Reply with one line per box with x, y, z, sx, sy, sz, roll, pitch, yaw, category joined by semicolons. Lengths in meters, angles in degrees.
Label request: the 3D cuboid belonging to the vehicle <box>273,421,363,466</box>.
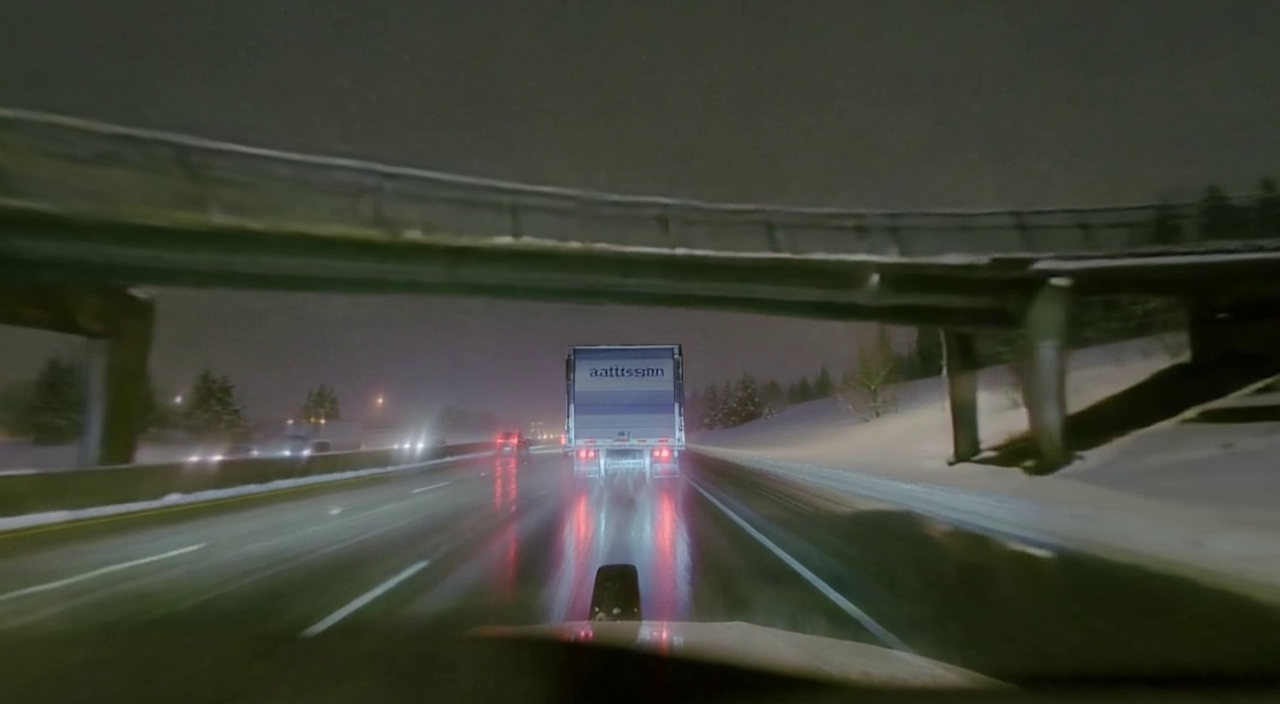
-20.016;5.713;39.472;2.263;2.534;6.175;0;-8;1;vehicle

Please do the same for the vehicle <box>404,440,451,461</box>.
-15.945;7.400;47.408;1.924;1.498;4.565;0;-8;1;vehicle

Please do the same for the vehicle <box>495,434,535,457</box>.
-8.575;6.461;43.567;1.940;1.488;3.976;0;-8;0;vehicle

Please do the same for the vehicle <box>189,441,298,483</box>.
-16.386;4.513;26.253;1.911;1.562;4.014;0;-8;0;vehicle

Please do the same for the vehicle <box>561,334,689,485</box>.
-0.415;2.255;22.493;3.442;4.106;10.719;0;-8;0;vehicle
